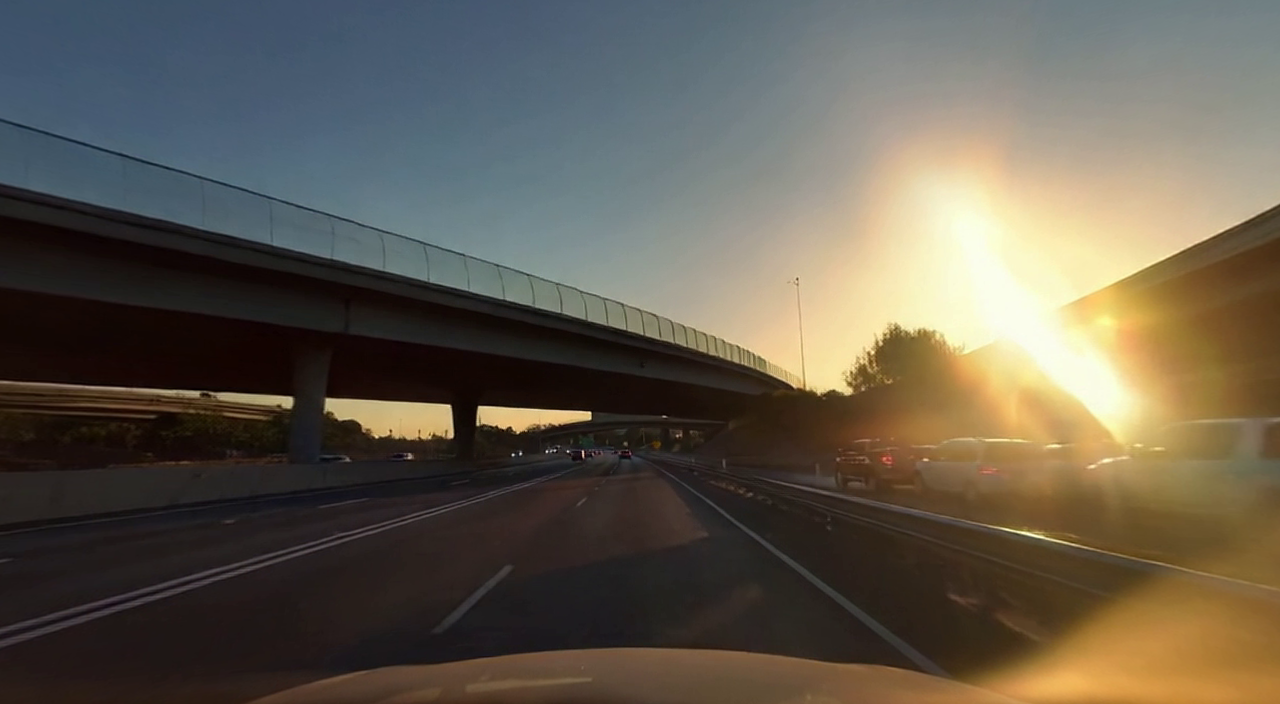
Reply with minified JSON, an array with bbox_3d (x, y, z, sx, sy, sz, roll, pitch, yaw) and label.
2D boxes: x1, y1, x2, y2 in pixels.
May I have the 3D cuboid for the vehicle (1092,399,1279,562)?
[{"bbox_3d":[16.185,3.154,15.703,2.704,3.716,9.364,0,-9,-1],"label":"vehicle"}]

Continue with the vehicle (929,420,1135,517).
[{"bbox_3d":[16.208,4.889,27.278,2.887,3.412,9.164,0,-9,-1],"label":"vehicle"}]

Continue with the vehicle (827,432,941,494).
[{"bbox_3d":[14.927,6.892,39.718,3.233,3.414,9.483,0,-9,-1],"label":"vehicle"}]
